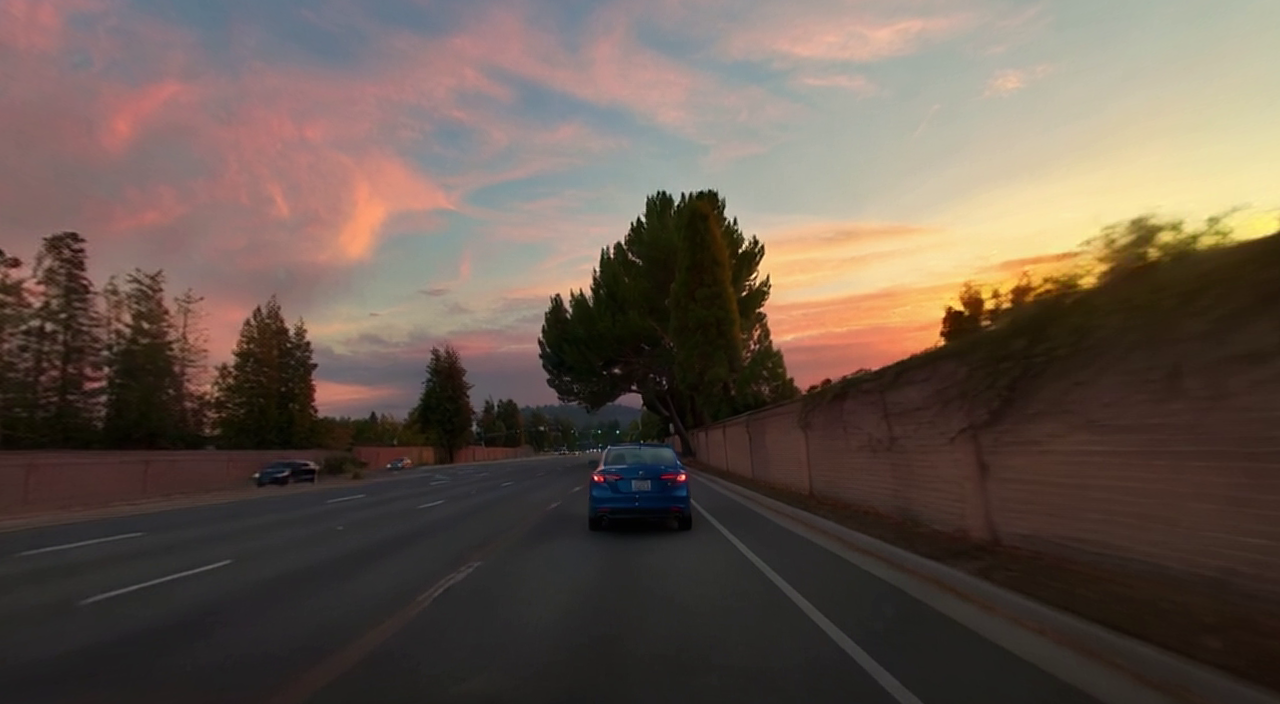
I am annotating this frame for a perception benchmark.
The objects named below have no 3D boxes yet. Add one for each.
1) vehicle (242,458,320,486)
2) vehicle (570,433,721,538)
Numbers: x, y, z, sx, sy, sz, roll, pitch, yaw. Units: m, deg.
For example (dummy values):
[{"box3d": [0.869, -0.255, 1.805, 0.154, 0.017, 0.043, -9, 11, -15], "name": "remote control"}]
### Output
[{"box3d": [-21.593, 7.208, 38.276, 1.950, 1.485, 4.711, 0, -9, 0], "name": "vehicle"}, {"box3d": [0.068, 2.273, 11.443, 2.205, 1.509, 4.272, 0, -8, 0], "name": "vehicle"}]
